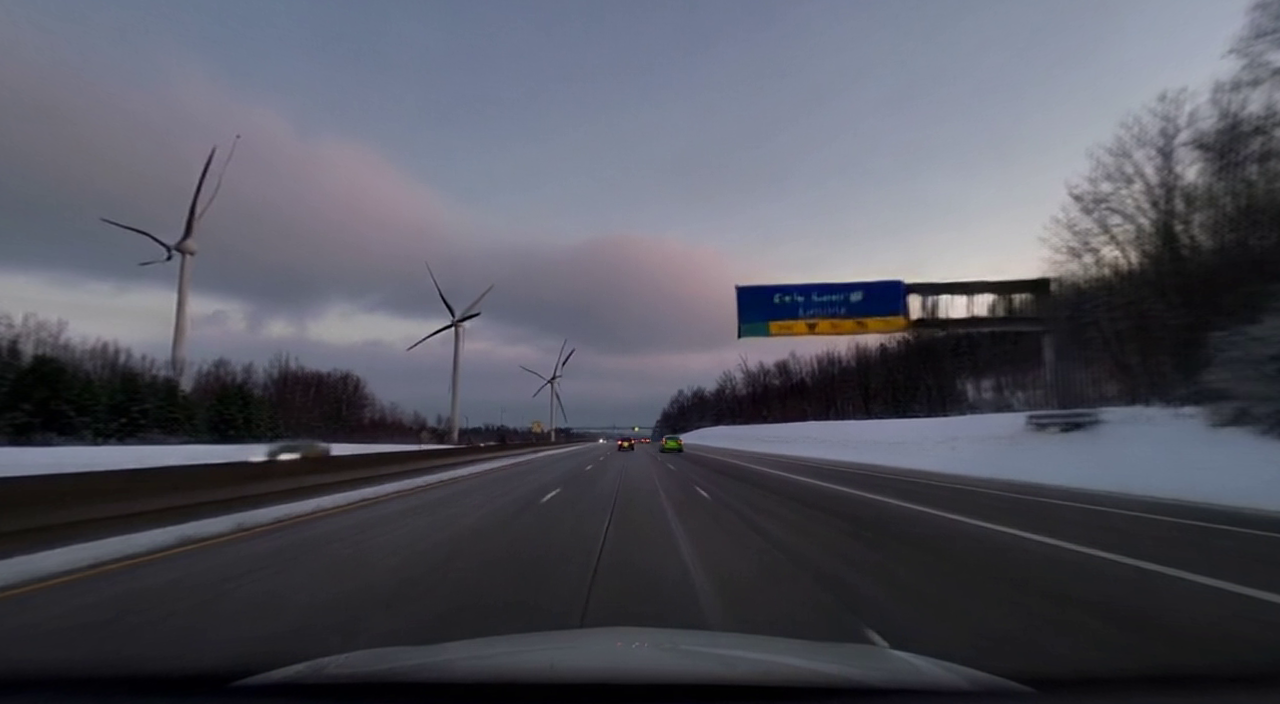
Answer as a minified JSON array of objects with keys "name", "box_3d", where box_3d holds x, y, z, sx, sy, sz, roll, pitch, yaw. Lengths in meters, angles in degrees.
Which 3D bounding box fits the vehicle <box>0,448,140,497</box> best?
[{"name":"vehicle","box_3d":[-20.099,4.139,22.038,1.767,1.465,4.074,0,-8,-1]}]

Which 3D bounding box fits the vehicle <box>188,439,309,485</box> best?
[{"name":"vehicle","box_3d":[-14.455,4.039,23.563,1.862,1.506,4.301,0,-8,-2]}]
